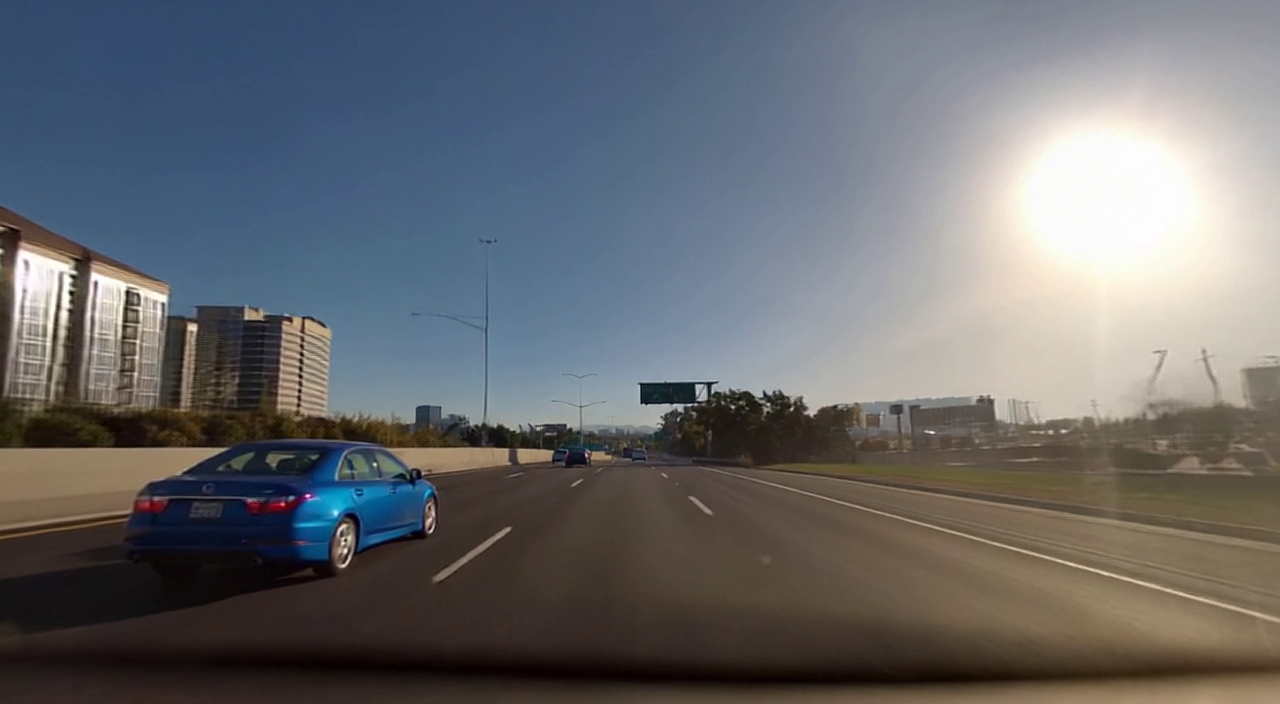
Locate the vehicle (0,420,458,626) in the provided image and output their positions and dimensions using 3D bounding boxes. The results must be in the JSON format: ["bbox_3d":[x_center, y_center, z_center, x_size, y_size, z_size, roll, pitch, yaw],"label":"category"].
[{"bbox_3d":[-3.724,1.582,6.890,2.114,1.480,4.473,0,-9,0],"label":"vehicle"}]

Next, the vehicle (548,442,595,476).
[{"bbox_3d":[-3.635,5.754,34.337,2.075,1.702,4.257,0,-9,0],"label":"vehicle"}]
